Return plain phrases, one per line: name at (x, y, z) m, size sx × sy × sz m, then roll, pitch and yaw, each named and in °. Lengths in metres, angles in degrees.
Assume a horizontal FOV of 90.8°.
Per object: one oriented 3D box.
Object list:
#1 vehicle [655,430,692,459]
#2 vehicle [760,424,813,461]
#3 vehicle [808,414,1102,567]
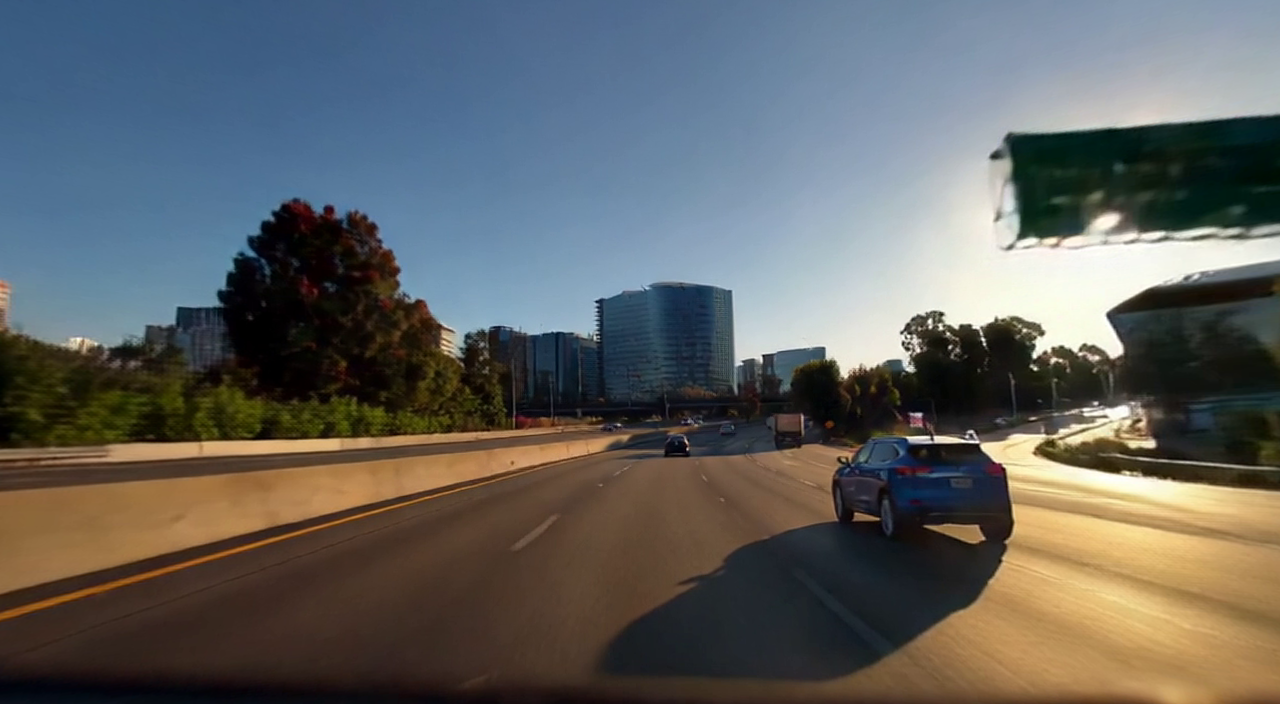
vehicle at (2.288, 6.132, 41.778) m, size 2.181 × 1.768 × 4.383 m, roll -1°, pitch -8°, yaw 7°
vehicle at (9.443, 5.920, 41.213) m, size 2.526 × 2.230 × 6.190 m, roll -1°, pitch -8°, yaw 5°
vehicle at (4.039, 1.837, 9.160) m, size 2.097 × 1.659 × 4.320 m, roll 0°, pitch -8°, yaw 2°
